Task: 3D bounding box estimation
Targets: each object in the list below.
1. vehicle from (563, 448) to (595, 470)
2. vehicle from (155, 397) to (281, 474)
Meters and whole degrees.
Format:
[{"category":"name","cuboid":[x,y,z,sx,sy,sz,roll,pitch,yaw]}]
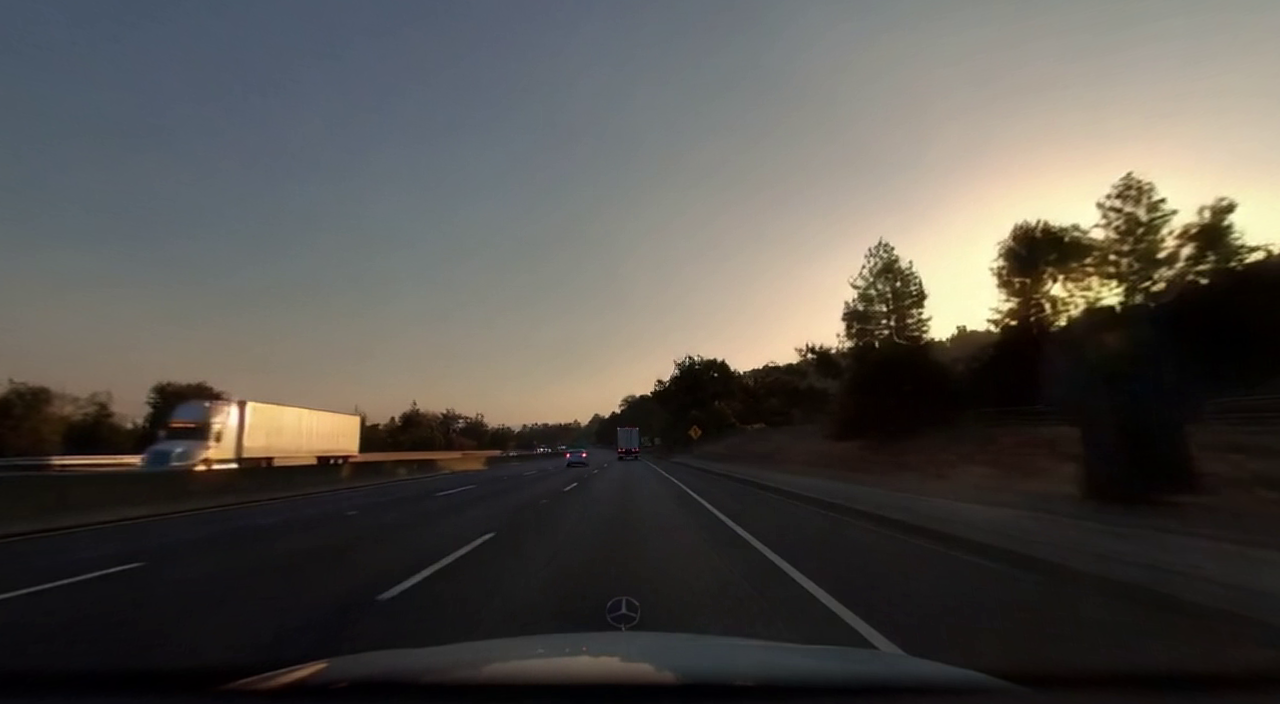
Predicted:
[{"category":"vehicle","cuboid":[-4.641,8.276,48.840,2.108,1.573,5.000,0,-9,-1]},{"category":"vehicle","cuboid":[-23.633,4.794,35.778,2.933,3.974,5.928,0,-9,-1]}]
